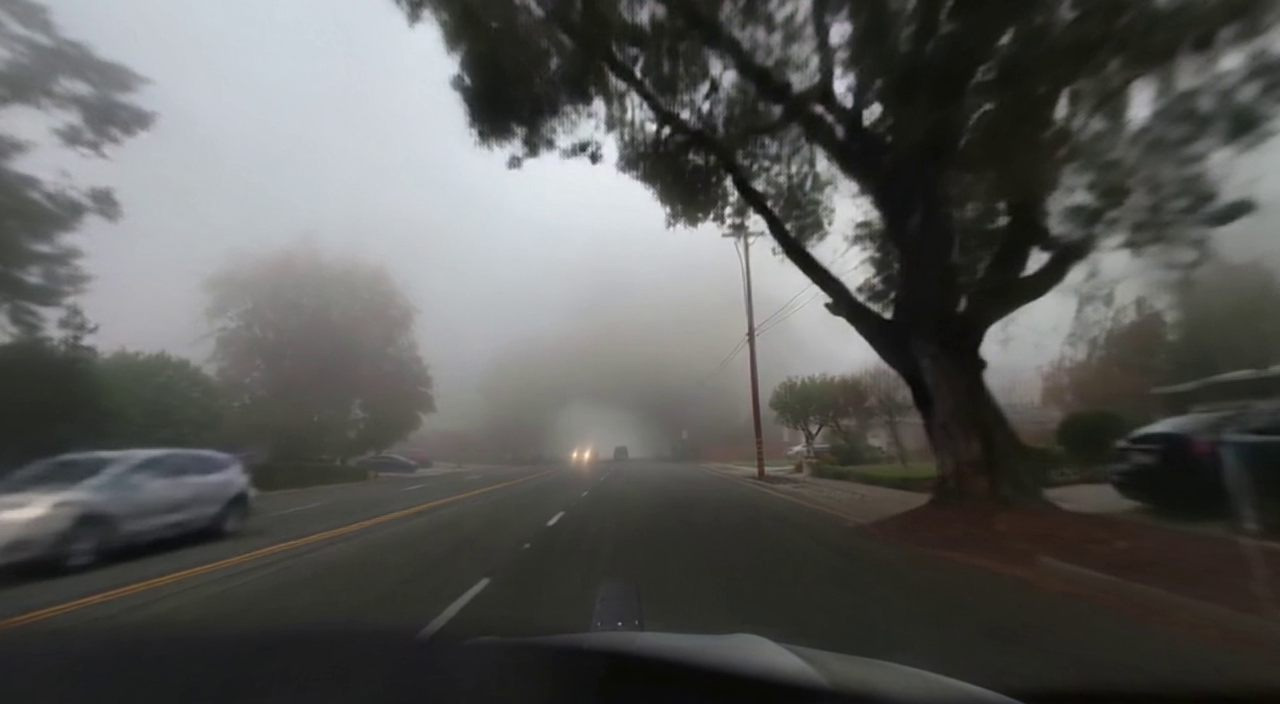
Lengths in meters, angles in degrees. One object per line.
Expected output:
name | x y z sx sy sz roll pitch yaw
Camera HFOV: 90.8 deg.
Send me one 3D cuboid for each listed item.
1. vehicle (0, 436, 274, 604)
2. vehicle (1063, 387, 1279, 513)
vehicle | -7.173 1.947 8.237 1.951 1.613 4.654 -1 -8 1
vehicle | 10.540 1.735 10.977 4.583 1.853 2.260 -2 -14 -2
